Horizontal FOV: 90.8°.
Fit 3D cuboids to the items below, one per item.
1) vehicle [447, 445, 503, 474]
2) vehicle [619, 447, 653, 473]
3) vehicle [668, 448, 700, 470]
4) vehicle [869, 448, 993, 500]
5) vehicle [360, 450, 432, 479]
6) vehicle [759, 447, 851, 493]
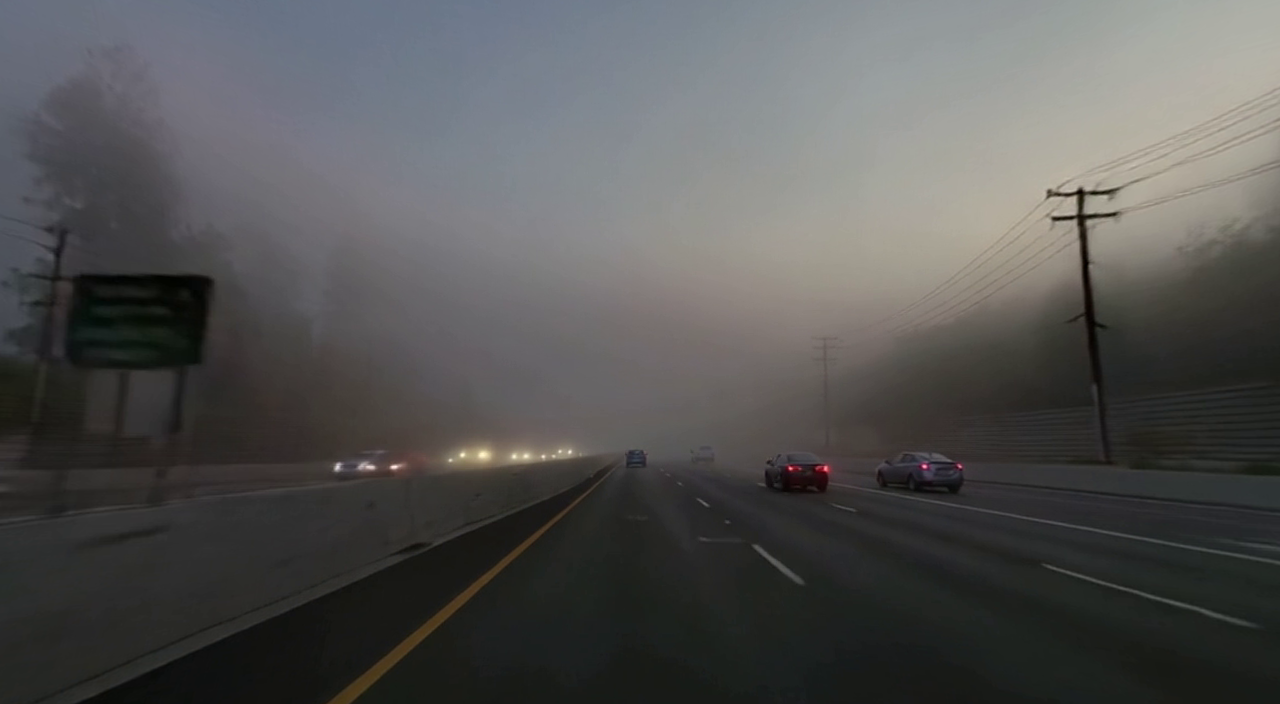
[{"bbox_3d":[-10.271,6.701,39.664,2.288,1.735,4.468,0,-9,0],"label":"vehicle"},{"bbox_3d":[-0.273,6.663,39.104,1.993,1.506,3.883,0,-9,-1],"label":"vehicle"},{"bbox_3d":[3.189,7.888,46.732,1.981,1.480,4.316,0,-9,-1],"label":"vehicle"},{"bbox_3d":[9.586,4.015,21.259,1.969,1.506,4.422,0,-9,-1],"label":"vehicle"},{"bbox_3d":[-13.549,6.245,35.469,2.133,1.485,4.644,0,-9,1],"label":"vehicle"},{"bbox_3d":[5.903,4.254,23.233,2.069,1.520,4.614,0,-9,-1],"label":"vehicle"}]
